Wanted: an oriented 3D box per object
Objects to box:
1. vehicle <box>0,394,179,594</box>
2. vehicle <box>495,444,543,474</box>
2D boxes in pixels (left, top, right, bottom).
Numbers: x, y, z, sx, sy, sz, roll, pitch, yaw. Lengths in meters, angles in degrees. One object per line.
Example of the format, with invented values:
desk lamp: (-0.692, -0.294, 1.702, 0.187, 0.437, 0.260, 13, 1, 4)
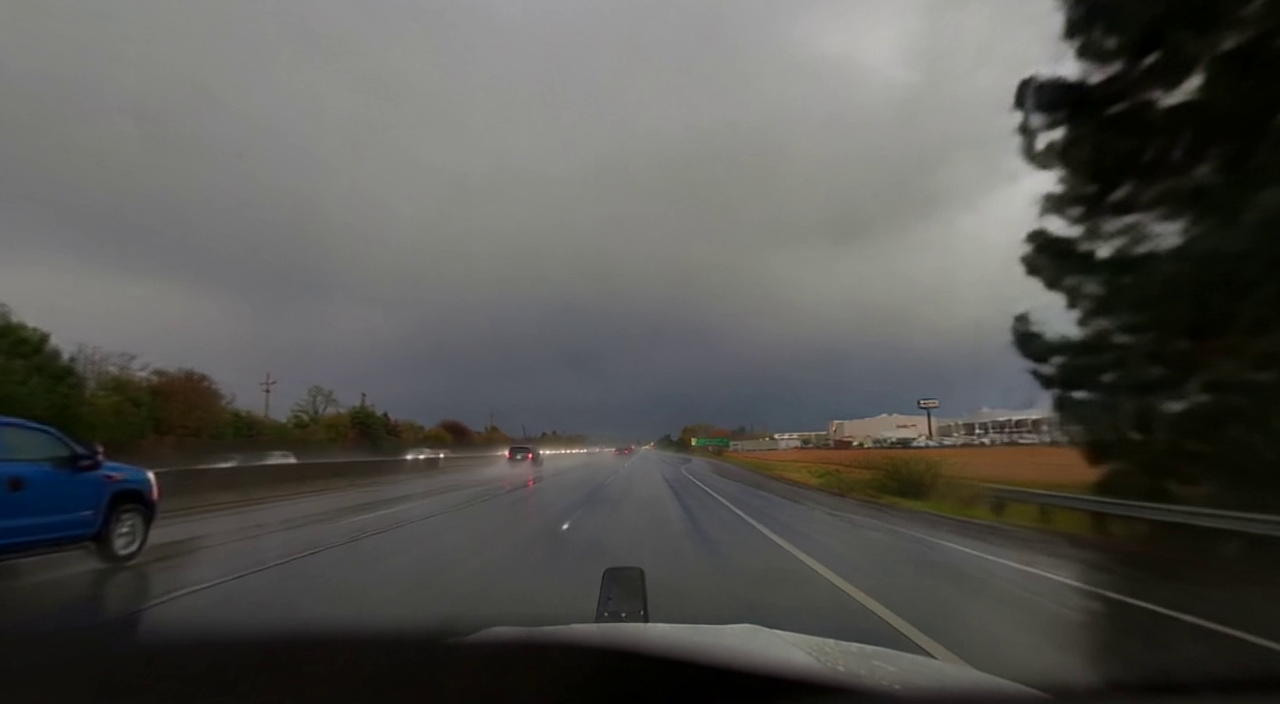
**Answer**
vehicle: (-7.260, 1.265, 5.337, 2.156, 1.911, 5.956, 0, -8, 1)
vehicle: (-7.251, 6.464, 38.297, 2.021, 1.699, 4.324, 0, -8, 1)
